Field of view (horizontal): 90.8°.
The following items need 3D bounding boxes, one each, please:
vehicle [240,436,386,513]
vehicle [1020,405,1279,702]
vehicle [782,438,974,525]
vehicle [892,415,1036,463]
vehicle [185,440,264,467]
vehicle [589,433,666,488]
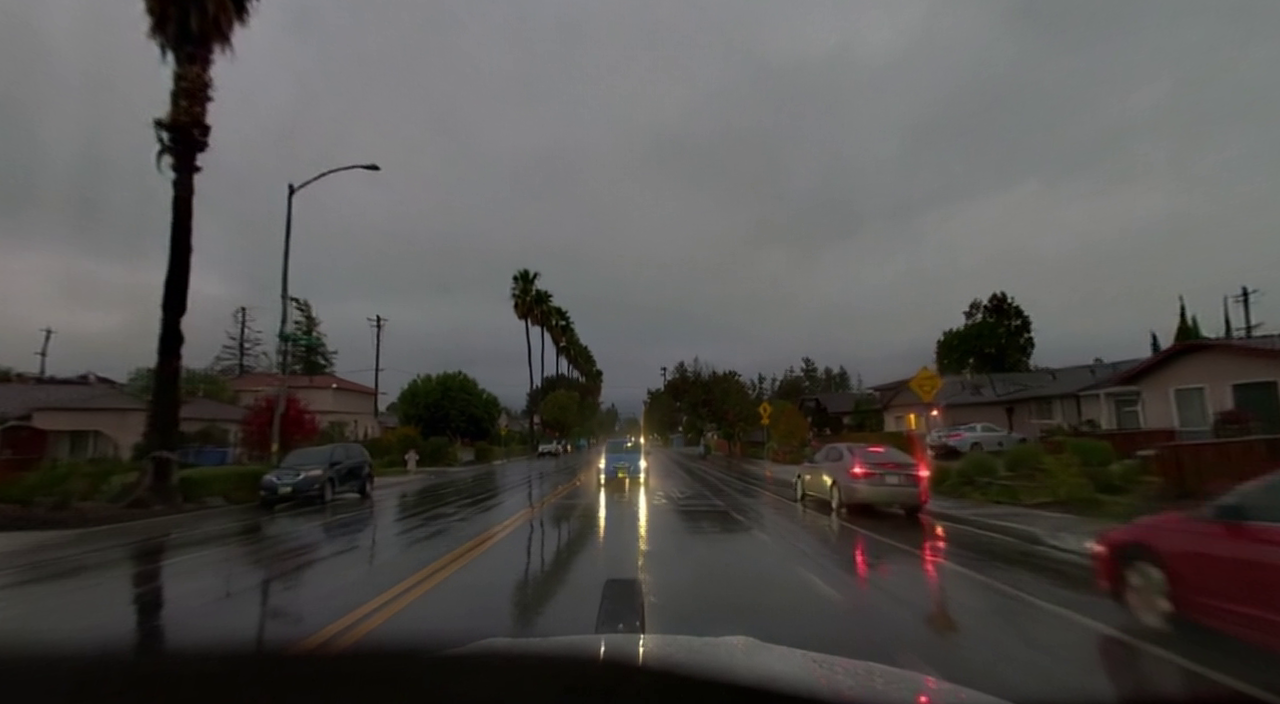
[{"bbox_3d":[-8.755,3.236,17.364,1.945,1.666,4.107,-3,-6,-1],"label":"vehicle"},{"bbox_3d":[4.587,1.100,3.323,2.017,1.646,5.389,0,-9,2],"label":"vehicle"},{"bbox_3d":[4.730,2.647,13.621,2.013,1.501,5.235,0,-9,-1],"label":"vehicle"},{"bbox_3d":[13.518,3.690,26.660,4.913,1.930,2.020,-1,-9,5],"label":"vehicle"},{"bbox_3d":[-29.806,7.314,45.543,1.918,1.821,4.769,-1,-9,10],"label":"vehicle"},{"bbox_3d":[-0.407,3.303,19.513,2.098,1.483,4.099,0,-9,-2],"label":"vehicle"}]
